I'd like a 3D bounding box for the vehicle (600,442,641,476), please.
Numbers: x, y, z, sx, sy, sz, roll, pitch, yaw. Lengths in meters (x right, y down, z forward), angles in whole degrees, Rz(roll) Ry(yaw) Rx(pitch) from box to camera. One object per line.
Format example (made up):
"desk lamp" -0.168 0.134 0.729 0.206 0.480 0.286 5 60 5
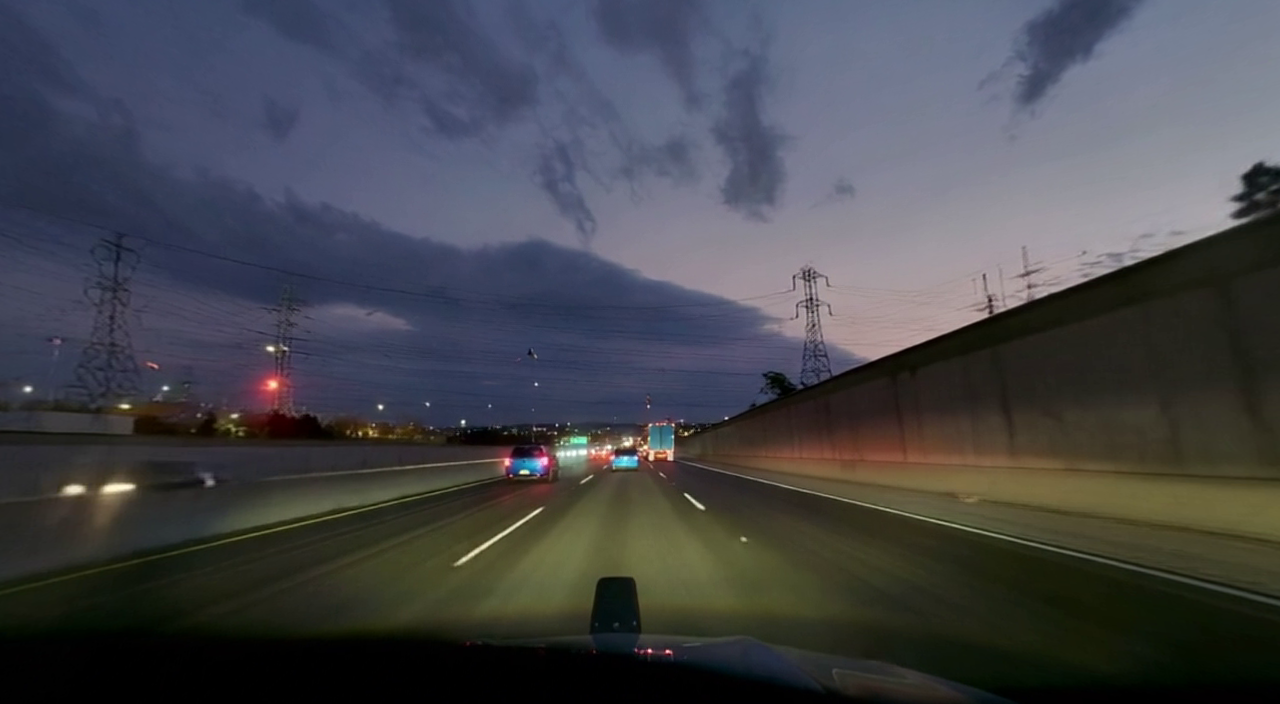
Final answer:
"vehicle" -0.965 5.477 32.272 2.004 1.615 4.113 0 -9 -1

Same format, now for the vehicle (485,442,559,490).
"vehicle" -4.203 4.124 22.961 1.987 1.548 3.981 0 -9 -1

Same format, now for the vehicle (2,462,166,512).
"vehicle" -20.179 4.878 23.100 1.844 1.544 4.608 0 -9 0
